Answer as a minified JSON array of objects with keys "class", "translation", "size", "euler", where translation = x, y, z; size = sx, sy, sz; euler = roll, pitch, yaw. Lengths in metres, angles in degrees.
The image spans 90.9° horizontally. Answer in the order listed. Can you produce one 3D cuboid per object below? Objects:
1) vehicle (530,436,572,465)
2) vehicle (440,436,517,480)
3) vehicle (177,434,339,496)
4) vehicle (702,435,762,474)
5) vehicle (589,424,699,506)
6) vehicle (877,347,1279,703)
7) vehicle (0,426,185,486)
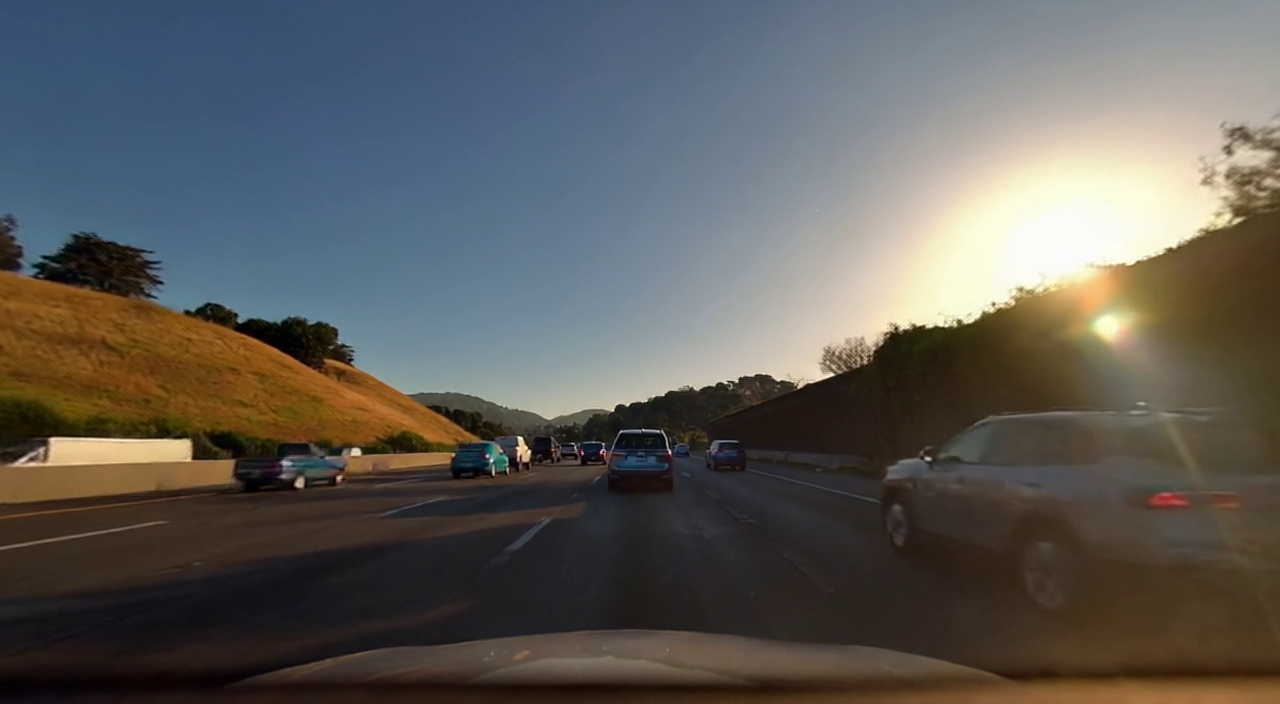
[{"class":"vehicle","translation":[-6.441,7.194,46.227],"size":[2.294,1.982,5.040],"euler":[0,-9,1]},{"class":"vehicle","translation":[-6.765,4.498,26.975],"size":[2.024,1.706,4.462],"euler":[0,-9,1]},{"class":"vehicle","translation":[-11.452,3.413,19.402],"size":[1.999,1.643,4.717],"euler":[0,-9,0]},{"class":"vehicle","translation":[4.652,5.294,32.797],"size":[2.204,1.852,5.845],"euler":[0,-9,0]},{"class":"vehicle","translation":[0.094,2.849,16.294],"size":[2.447,1.804,4.273],"euler":[0,-9,0]},{"class":"vehicle","translation":[3.904,1.174,5.198],"size":[2.092,1.723,4.629],"euler":[0,-9,0]},{"class":"vehicle","translation":[-31.966,5.951,36.553],"size":[2.962,2.915,11.161],"euler":[0,-9,0]}]
